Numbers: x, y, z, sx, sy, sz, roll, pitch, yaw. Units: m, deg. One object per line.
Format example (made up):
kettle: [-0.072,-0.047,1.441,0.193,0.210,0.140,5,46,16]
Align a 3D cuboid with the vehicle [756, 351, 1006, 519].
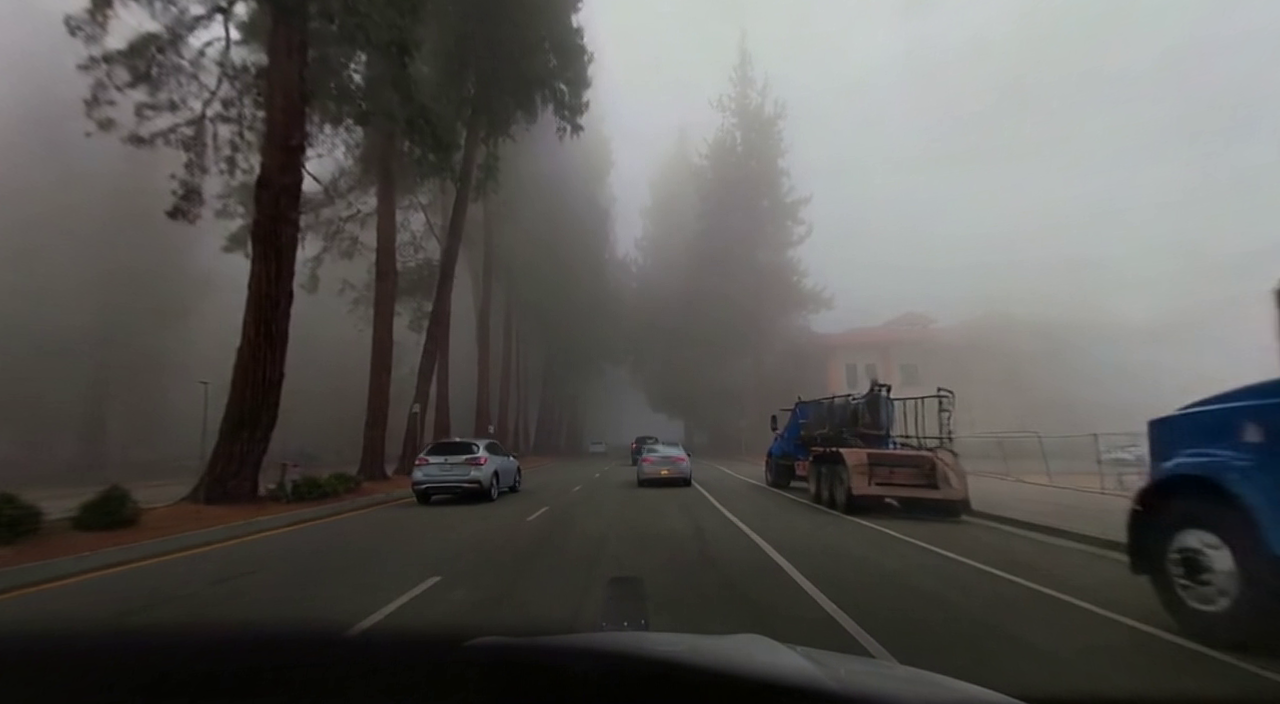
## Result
vehicle: [5.488,2.223,16.742,3.089,3.258,8.841,0,-8,0]

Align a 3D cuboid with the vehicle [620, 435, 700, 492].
vehicle: [0.571,3.203,18.476,2.086,1.466,4.026,0,-8,2]

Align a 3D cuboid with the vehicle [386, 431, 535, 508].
vehicle: [-3.961,2.679,14.926,2.003,1.507,4.808,0,-8,2]

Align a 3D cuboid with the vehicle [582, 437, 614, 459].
vehicle: [-3.262,7.571,49.603,2.062,1.641,4.193,0,-8,2]

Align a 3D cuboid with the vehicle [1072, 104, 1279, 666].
vehicle: [5.507,-0.316,0.343,2.867,3.600,11.047,0,-8,1]
